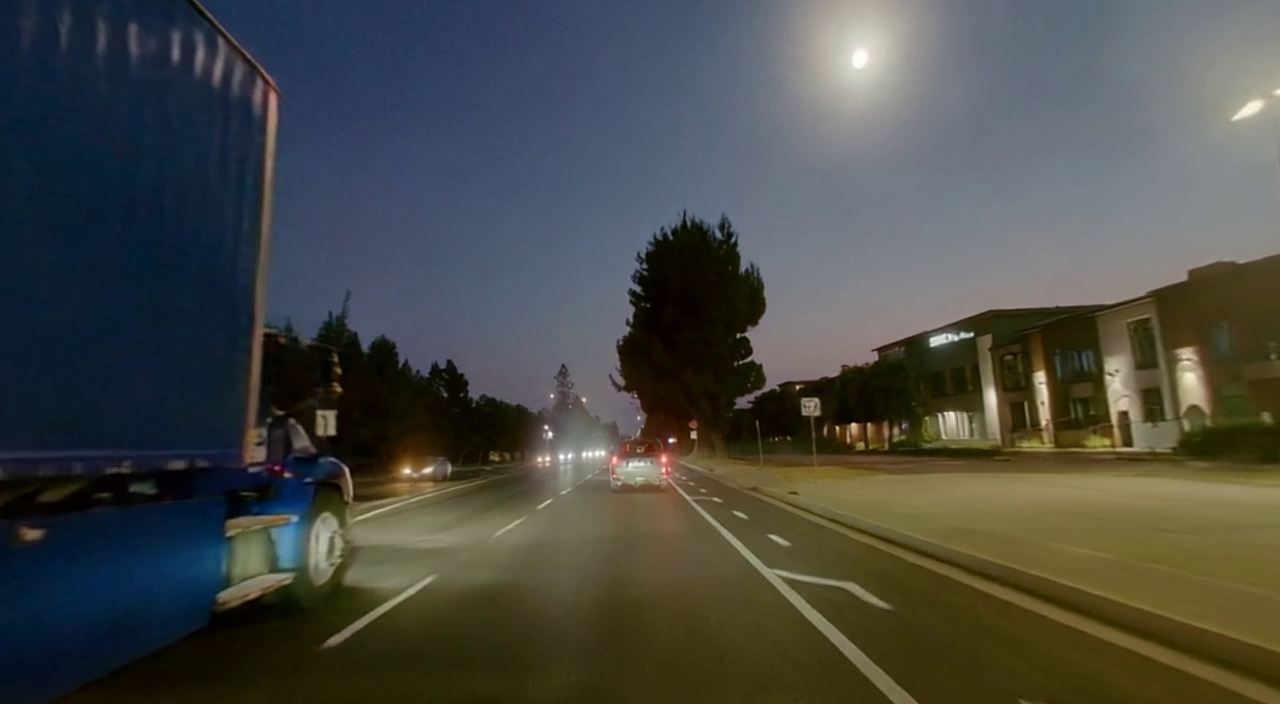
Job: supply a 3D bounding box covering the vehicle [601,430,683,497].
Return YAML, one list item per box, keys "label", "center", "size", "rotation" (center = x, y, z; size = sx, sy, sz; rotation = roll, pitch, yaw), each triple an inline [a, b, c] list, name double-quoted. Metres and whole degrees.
- label: "vehicle"
  center: [0.024, 3.120, 18.013]
  size: [2.094, 1.682, 3.866]
  rotation: [0, -9, -1]

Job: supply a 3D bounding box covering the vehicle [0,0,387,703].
- label: "vehicle"
  center: [-3.900, -0.496, 0.602]
  size: [2.996, 3.902, 10.410]
  rotation: [0, -9, 0]

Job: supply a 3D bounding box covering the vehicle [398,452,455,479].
- label: "vehicle"
  center: [-12.102, 6.439, 36.112]
  size: [1.797, 1.364, 4.169]
  rotation: [0, -9, 0]
